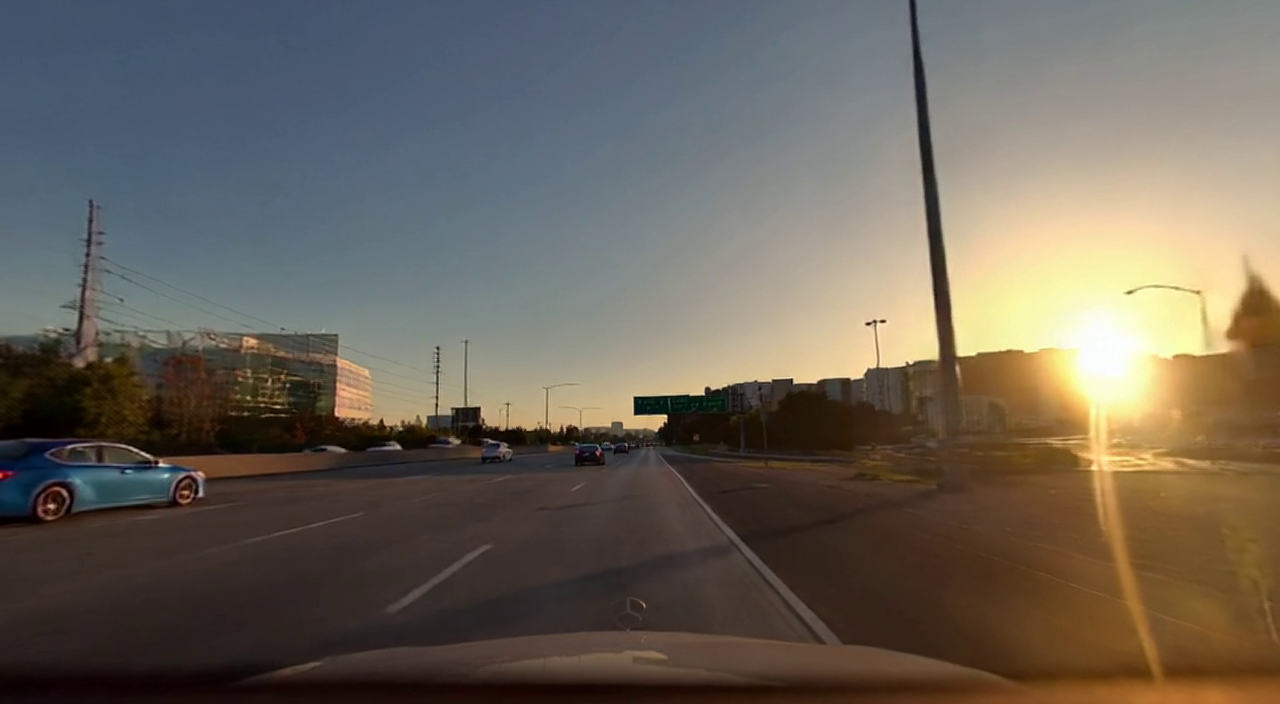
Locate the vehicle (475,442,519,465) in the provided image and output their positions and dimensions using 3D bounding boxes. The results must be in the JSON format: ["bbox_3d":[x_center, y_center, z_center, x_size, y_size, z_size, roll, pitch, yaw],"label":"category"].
[{"bbox_3d":[-9.635,6.842,42.794,1.930,1.490,3.955,0,-8,2],"label":"vehicle"}]

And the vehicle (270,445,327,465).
[{"bbox_3d":[-25.584,7.724,47.390,1.787,1.436,4.379,0,-8,1],"label":"vehicle"}]

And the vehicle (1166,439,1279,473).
[{"bbox_3d":[29.006,5.034,30.661,4.798,1.545,2.042,-4,-9,24],"label":"vehicle"}]

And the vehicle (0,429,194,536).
[{"bbox_3d":[-10.139,2.061,10.359,2.002,1.526,4.822,0,-8,1],"label":"vehicle"}]

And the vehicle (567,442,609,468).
[{"bbox_3d":[-3.020,6.097,37.590,2.050,1.479,4.342,0,-8,1],"label":"vehicle"}]
